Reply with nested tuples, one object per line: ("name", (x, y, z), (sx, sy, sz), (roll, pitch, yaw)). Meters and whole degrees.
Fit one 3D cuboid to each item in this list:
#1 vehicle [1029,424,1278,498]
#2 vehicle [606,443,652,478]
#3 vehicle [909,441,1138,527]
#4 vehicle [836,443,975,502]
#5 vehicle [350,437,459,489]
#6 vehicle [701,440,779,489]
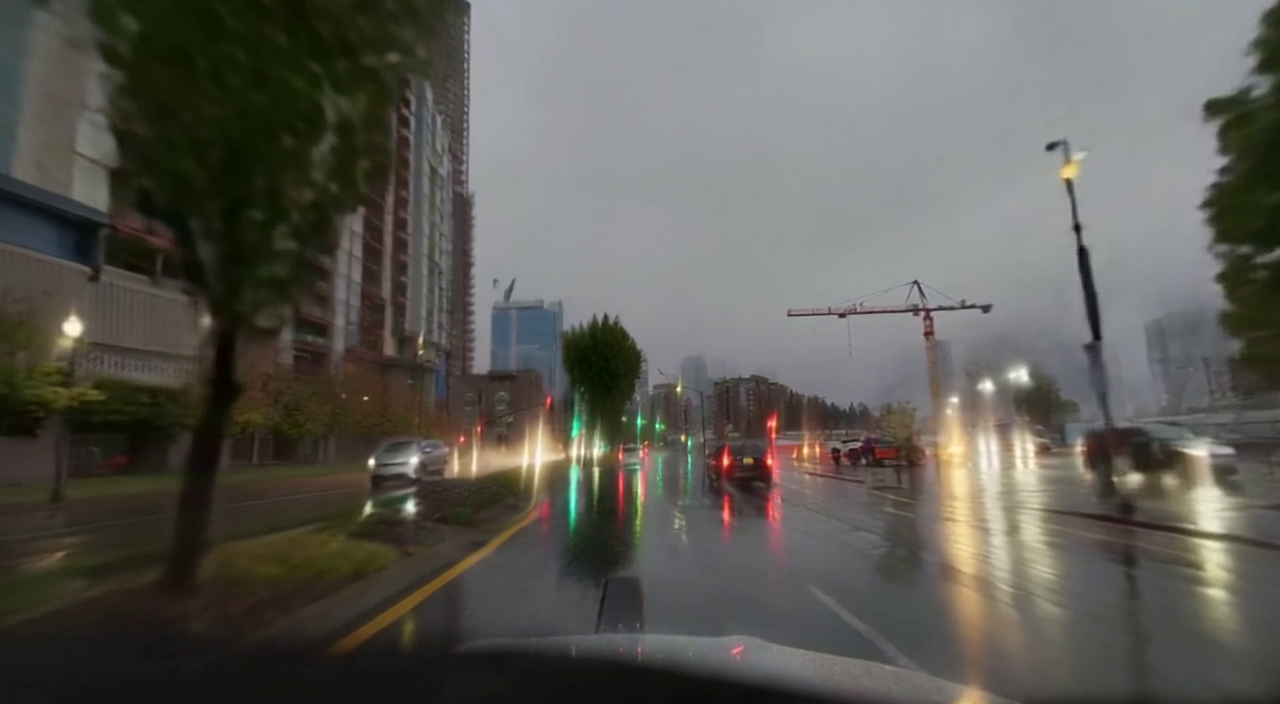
("vehicle", (13.067, 2.801, 16.353), (4.622, 1.761, 1.986), (0, -9, 1))
("vehicle", (-0.481, 4.952, 29.146), (2.006, 1.487, 3.535), (0, -9, 0))
("vehicle", (7.570, 2.622, 13.180), (1.883, 1.452, 4.598), (0, -9, 0))
("vehicle", (7.407, 3.385, 18.212), (1.893, 1.455, 4.571), (0, -9, -2))
("vehicle", (-8.062, 3.843, 22.172), (2.072, 1.623, 4.564), (0, -9, 0))
("vehicle", (3.275, 3.781, 21.527), (1.910, 1.474, 4.003), (0, -9, -1))
